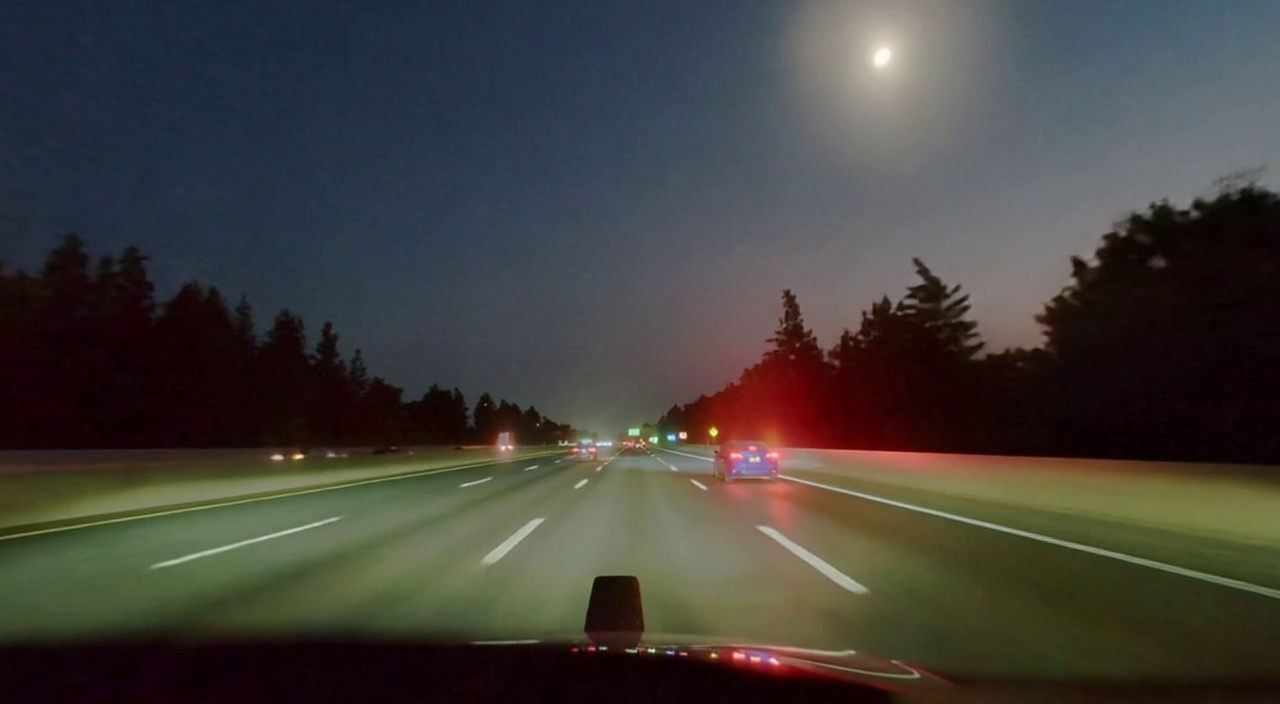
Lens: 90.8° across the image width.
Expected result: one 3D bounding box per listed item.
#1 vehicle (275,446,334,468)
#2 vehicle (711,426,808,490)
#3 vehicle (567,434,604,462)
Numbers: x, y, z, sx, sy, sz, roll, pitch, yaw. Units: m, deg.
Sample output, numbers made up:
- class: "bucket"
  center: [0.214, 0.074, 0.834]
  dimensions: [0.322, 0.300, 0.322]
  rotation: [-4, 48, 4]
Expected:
- class: "vehicle"
  center: [-24.888, 7.798, 47.114]
  dimensions: [1.862, 1.483, 4.697]
  rotation: [0, -9, -1]
- class: "vehicle"
  center: [3.483, 3.185, 19.261]
  dimensions: [2.053, 1.714, 4.097]
  rotation: [0, -9, -2]
- class: "vehicle"
  center: [-3.757, 6.726, 44.214]
  dimensions: [2.173, 1.793, 4.564]
  rotation: [0, -9, 0]
